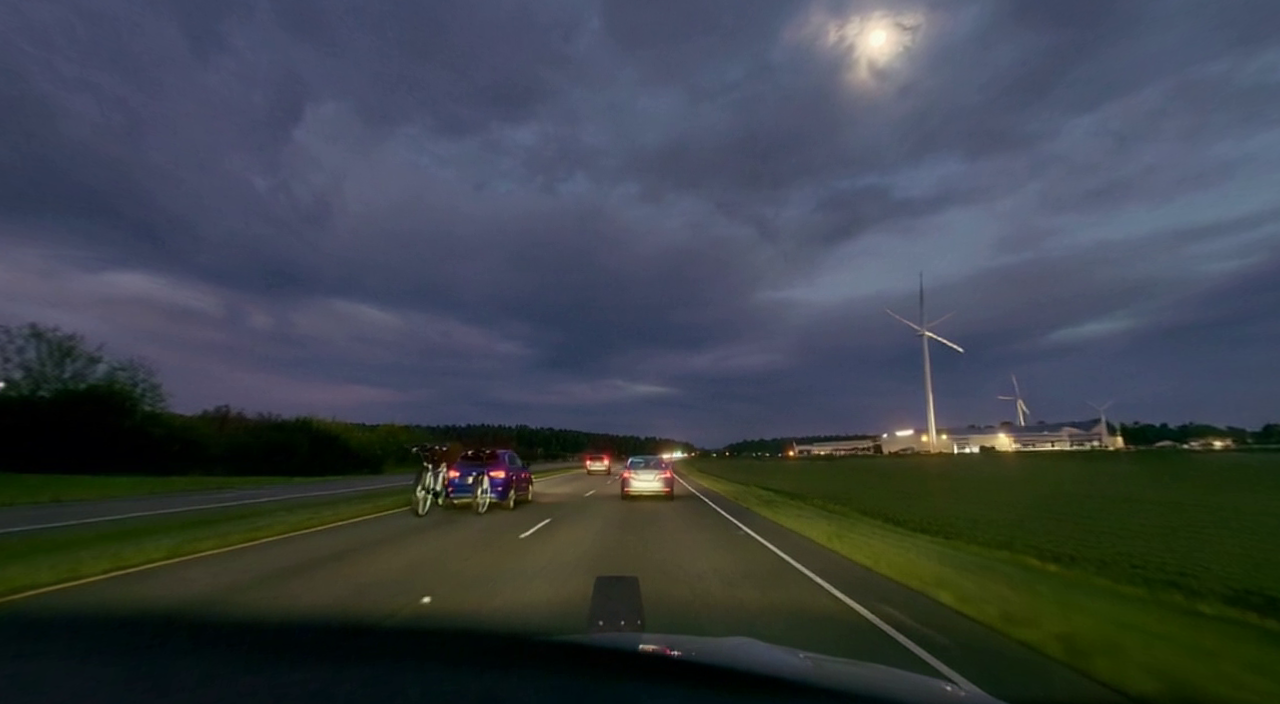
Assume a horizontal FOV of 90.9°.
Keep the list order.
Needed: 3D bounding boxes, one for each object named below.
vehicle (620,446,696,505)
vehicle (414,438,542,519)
[{"bbox_3d":[0.457,3.654,19.068,2.063,1.582,3.955,0,-9,-1],"label":"vehicle"},{"bbox_3d":[-3.755,2.997,15.396,1.962,1.681,4.033,0,-9,1],"label":"vehicle"}]
